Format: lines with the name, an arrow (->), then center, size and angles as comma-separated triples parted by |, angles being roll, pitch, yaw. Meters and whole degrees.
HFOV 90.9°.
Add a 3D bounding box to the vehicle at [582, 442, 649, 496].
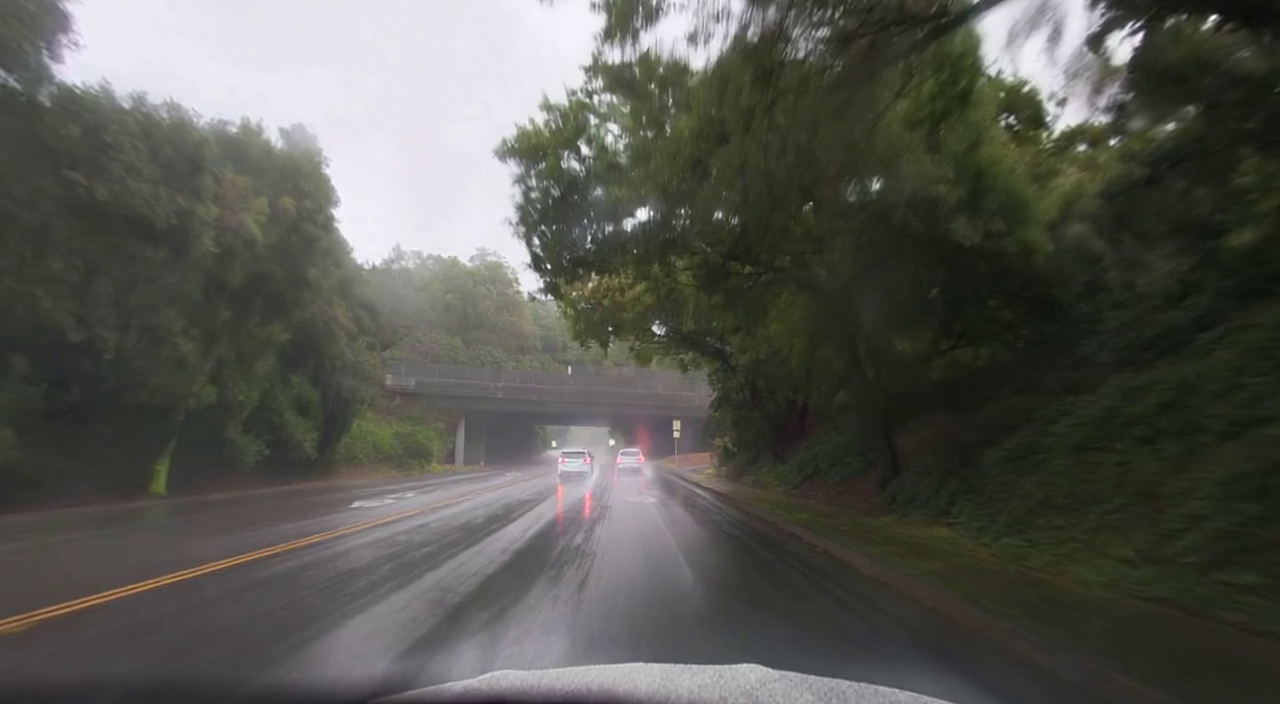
vehicle -> -0.859, 3.862, 21.103 | 2.037, 1.601, 3.643 | 0, -9, -3
